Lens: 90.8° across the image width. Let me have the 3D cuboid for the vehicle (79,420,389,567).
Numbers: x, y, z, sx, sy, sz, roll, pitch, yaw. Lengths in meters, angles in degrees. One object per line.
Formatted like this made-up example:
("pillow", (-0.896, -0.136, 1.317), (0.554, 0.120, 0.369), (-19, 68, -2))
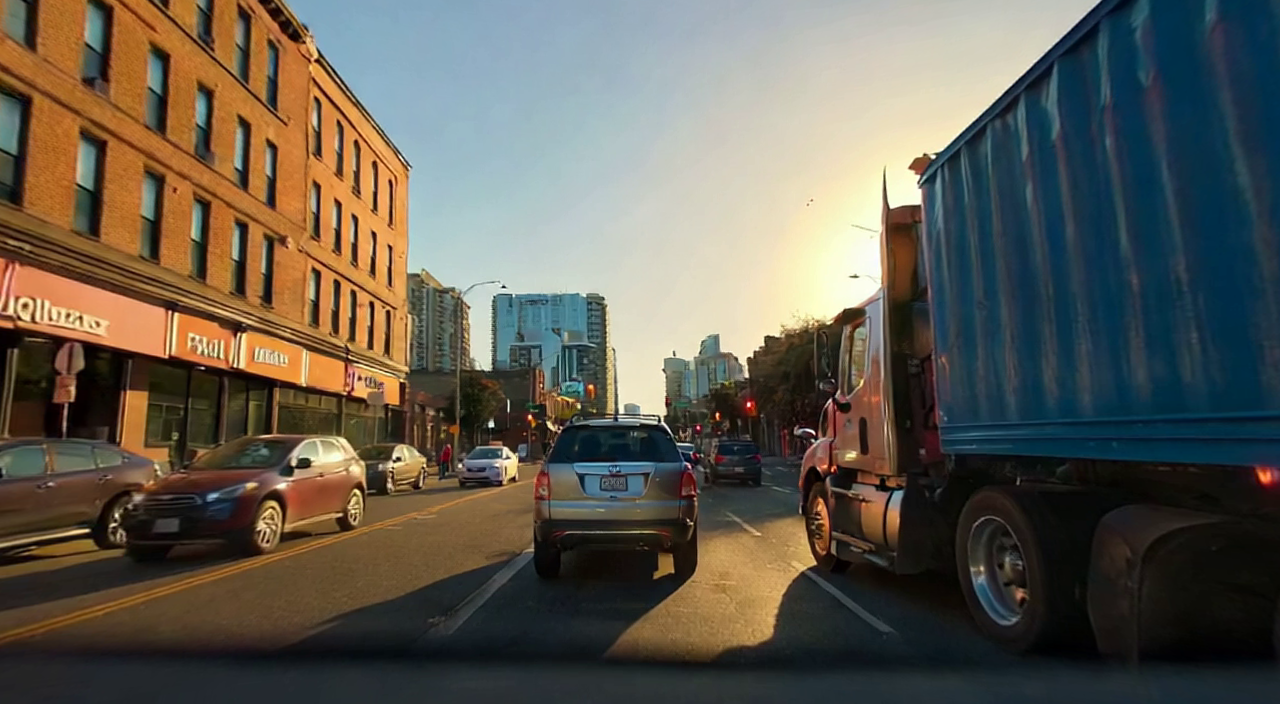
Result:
("vehicle", (-5.710, 2.011, 9.733), (1.960, 1.736, 4.255), (0, -9, -1))

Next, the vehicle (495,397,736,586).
("vehicle", (-0.238, 1.671, 8.369), (2.283, 1.783, 4.548), (0, -9, 0))

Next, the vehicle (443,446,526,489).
("vehicle", (-5.745, 4.310, 23.952), (1.997, 1.467, 4.373), (0, -9, 0))

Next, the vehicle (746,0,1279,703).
("vehicle", (2.911, 0.078, 3.585), (2.913, 3.771, 9.716), (0, -9, 0))
